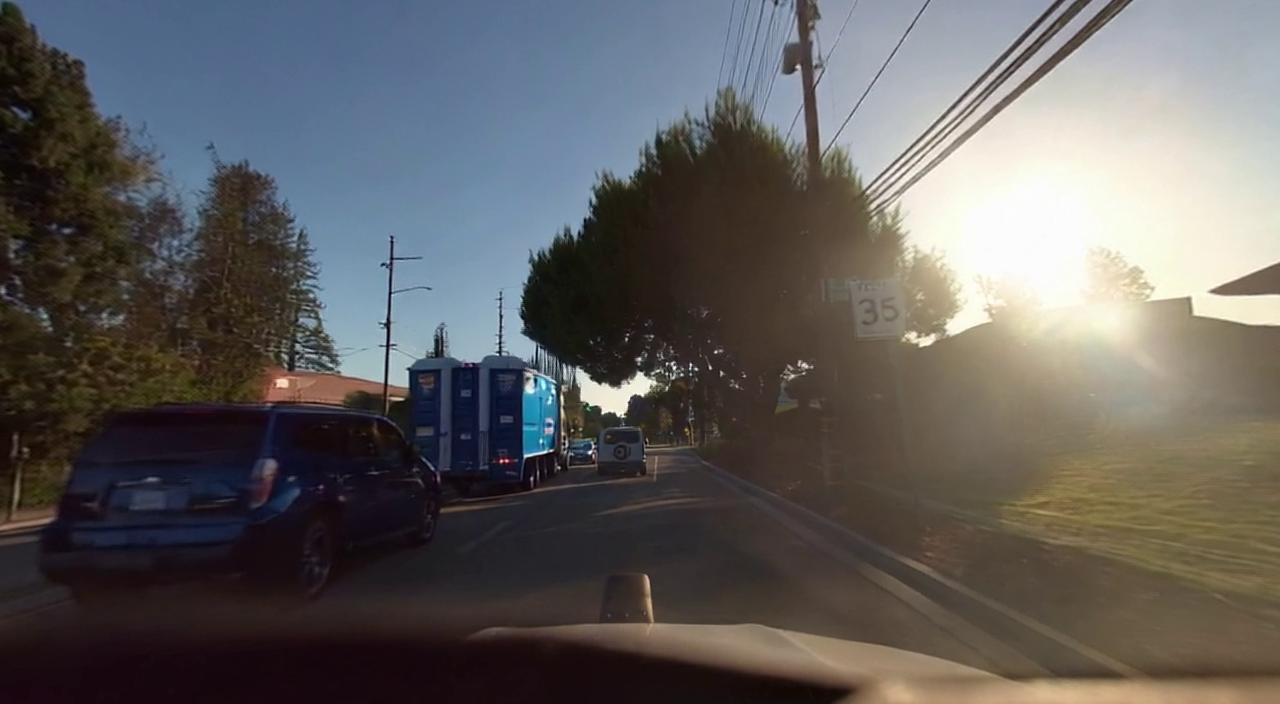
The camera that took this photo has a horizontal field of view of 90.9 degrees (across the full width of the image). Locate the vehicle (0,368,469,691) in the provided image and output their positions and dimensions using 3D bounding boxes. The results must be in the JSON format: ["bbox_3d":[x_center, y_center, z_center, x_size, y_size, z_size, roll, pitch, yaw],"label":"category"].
[{"bbox_3d":[-3.449,1.347,6.028,2.187,1.821,4.748,0,-8,1],"label":"vehicle"}]

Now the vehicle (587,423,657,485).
[{"bbox_3d":[-0.579,3.380,21.173,2.117,1.861,4.095,0,-8,-1],"label":"vehicle"}]

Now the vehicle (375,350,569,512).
[{"bbox_3d":[-4.005,2.233,17.404,3.120,3.393,7.945,1,-8,0],"label":"vehicle"}]
